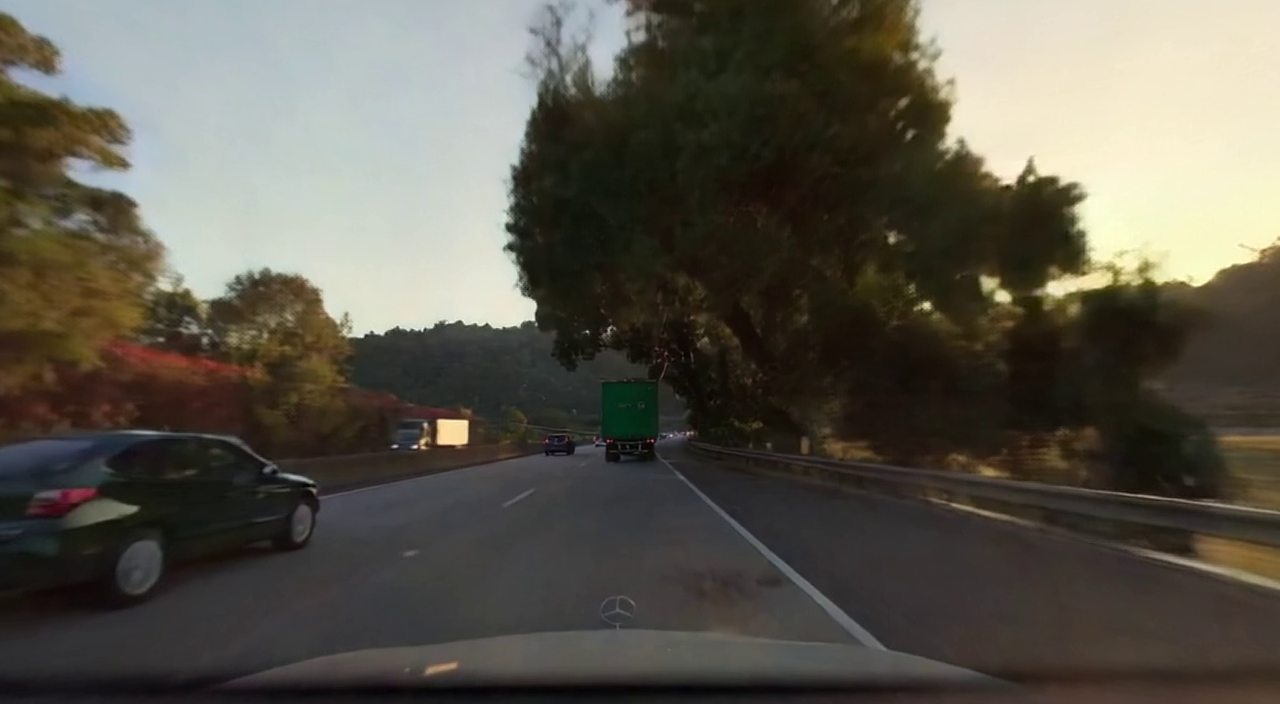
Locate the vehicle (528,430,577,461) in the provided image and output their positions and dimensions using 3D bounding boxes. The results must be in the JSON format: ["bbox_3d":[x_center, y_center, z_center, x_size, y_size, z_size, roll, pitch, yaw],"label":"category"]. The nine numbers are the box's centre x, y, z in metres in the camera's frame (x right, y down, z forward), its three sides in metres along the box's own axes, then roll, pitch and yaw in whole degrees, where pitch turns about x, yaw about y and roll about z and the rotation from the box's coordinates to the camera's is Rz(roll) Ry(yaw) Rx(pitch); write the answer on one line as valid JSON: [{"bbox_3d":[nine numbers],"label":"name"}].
[{"bbox_3d":[-5.006,5.443,36.850,2.138,1.697,4.587,0,-8,1],"label":"vehicle"}]

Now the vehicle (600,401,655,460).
[{"bbox_3d":[-0.523,3.416,27.346,2.319,2.461,1.270,0,-8,-1],"label":"vehicle"}]

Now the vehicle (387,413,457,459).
[{"bbox_3d":[-16.851,6.566,49.267,2.645,3.229,7.395,0,-8,1],"label":"vehicle"}]

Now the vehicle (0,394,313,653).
[{"bbox_3d":[-4.747,1.229,5.284,1.909,1.520,3.897,0,-8,0],"label":"vehicle"}]
